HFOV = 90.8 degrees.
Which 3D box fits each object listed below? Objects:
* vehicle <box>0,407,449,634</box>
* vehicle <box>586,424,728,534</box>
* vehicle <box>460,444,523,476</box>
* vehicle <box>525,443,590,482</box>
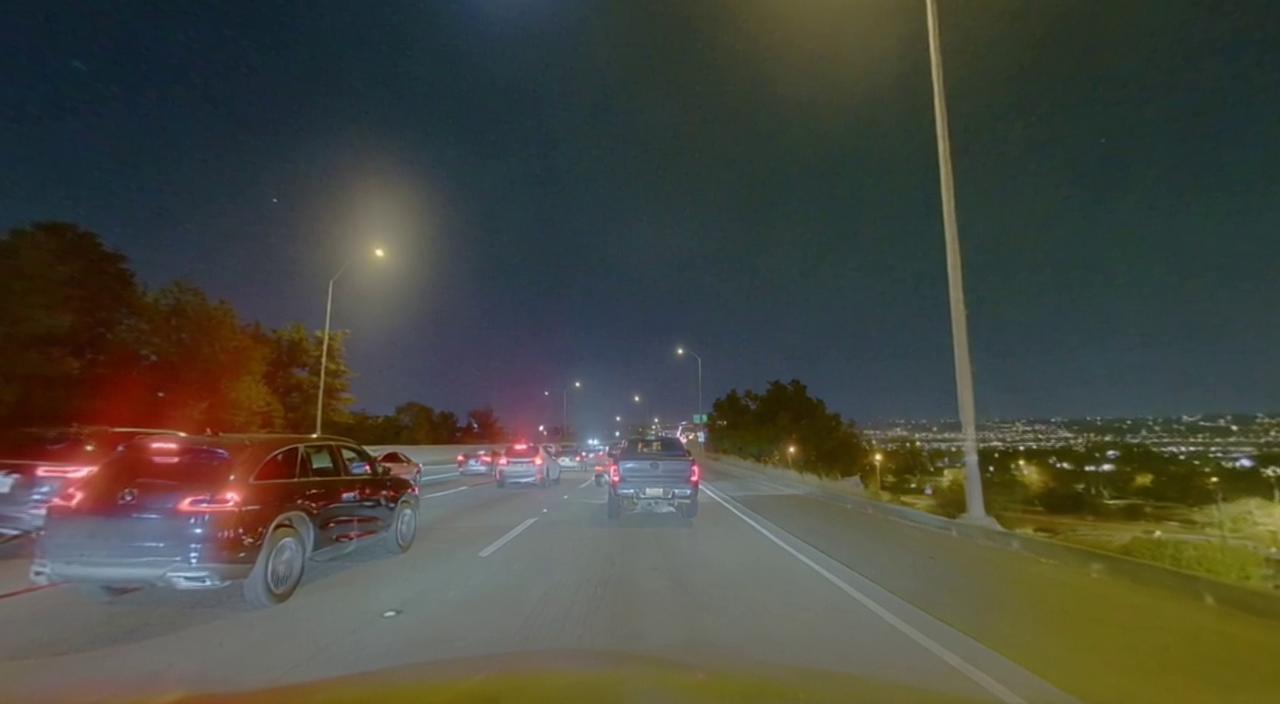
[{"bbox_3d":[-3.957,1.603,7.027,2.076,1.688,4.334,-1,-9,3],"label":"vehicle"},{"bbox_3d":[0.290,2.357,12.287,2.235,1.716,4.435,0,-9,1],"label":"vehicle"},{"bbox_3d":[-7.276,5.334,31.470,1.856,1.459,4.251,-1,-9,4],"label":"vehicle"},{"bbox_3d":[-3.289,4.490,26.004,1.868,1.470,4.105,-1,-9,4],"label":"vehicle"}]
